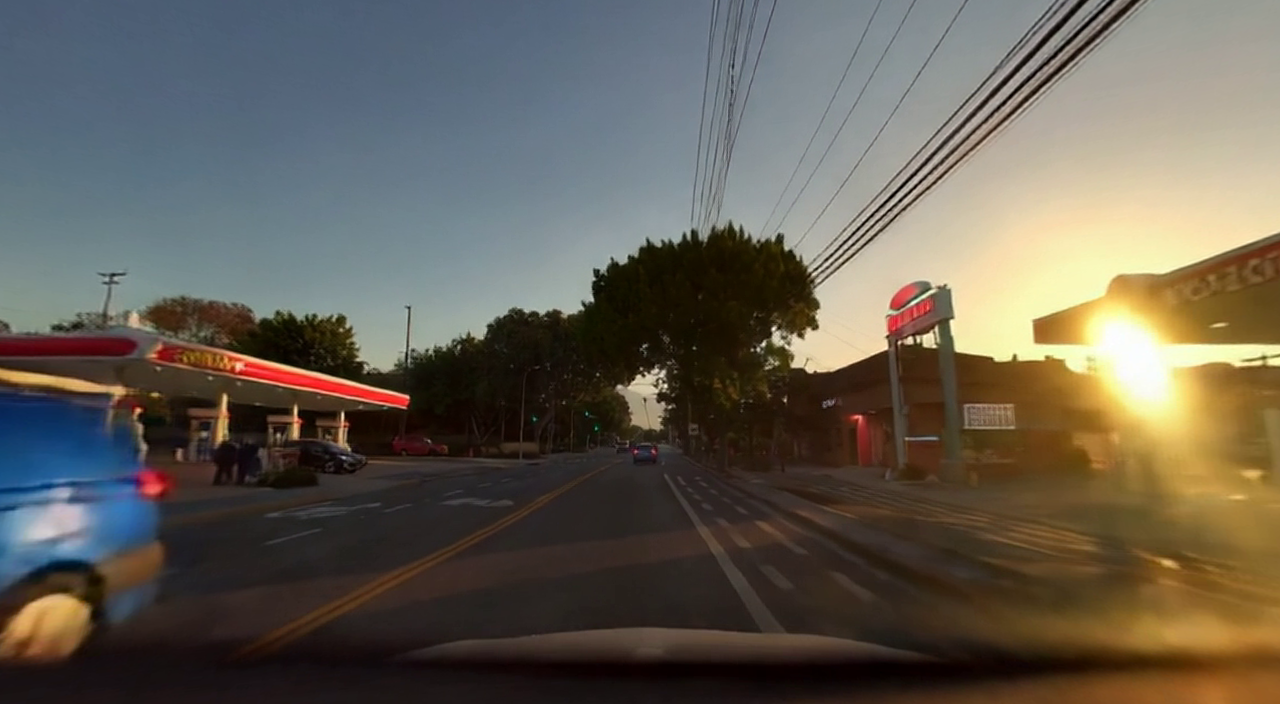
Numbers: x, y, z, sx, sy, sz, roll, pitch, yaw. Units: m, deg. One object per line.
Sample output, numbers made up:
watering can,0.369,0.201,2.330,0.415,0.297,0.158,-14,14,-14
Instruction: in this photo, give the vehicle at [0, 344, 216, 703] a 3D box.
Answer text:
vehicle,-4.157,0.752,1.962,2.274,1.844,4.843,0,-8,0

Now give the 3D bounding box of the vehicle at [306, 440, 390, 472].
vehicle,-14.058,5.011,30.769,1.947,1.435,4.606,0,-8,-1

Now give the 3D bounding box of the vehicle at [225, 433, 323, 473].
vehicle,-17.169,4.726,29.910,1.928,1.708,4.344,0,-8,1
